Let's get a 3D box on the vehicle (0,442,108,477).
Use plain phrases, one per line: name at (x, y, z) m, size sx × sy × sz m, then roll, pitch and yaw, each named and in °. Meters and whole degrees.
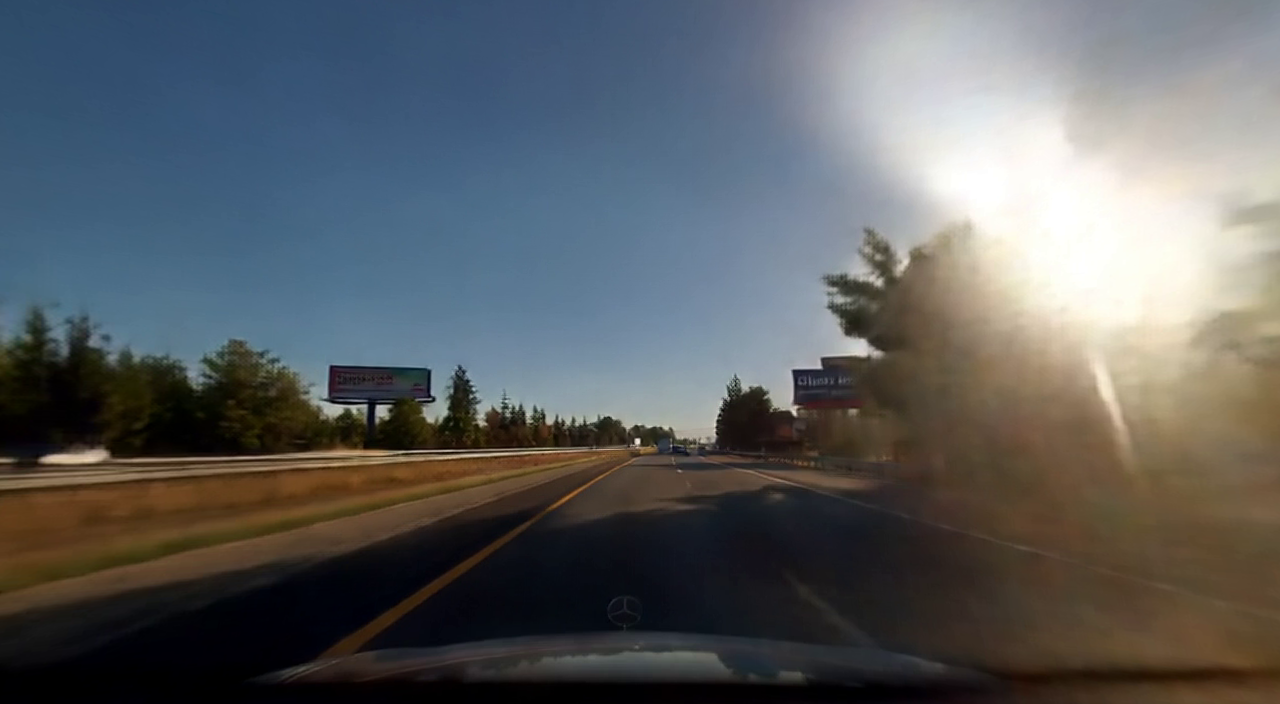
vehicle at (-27.945, 5.008, 29.676) m, size 1.845 × 1.504 × 4.445 m, roll 0°, pitch -8°, yaw 2°
